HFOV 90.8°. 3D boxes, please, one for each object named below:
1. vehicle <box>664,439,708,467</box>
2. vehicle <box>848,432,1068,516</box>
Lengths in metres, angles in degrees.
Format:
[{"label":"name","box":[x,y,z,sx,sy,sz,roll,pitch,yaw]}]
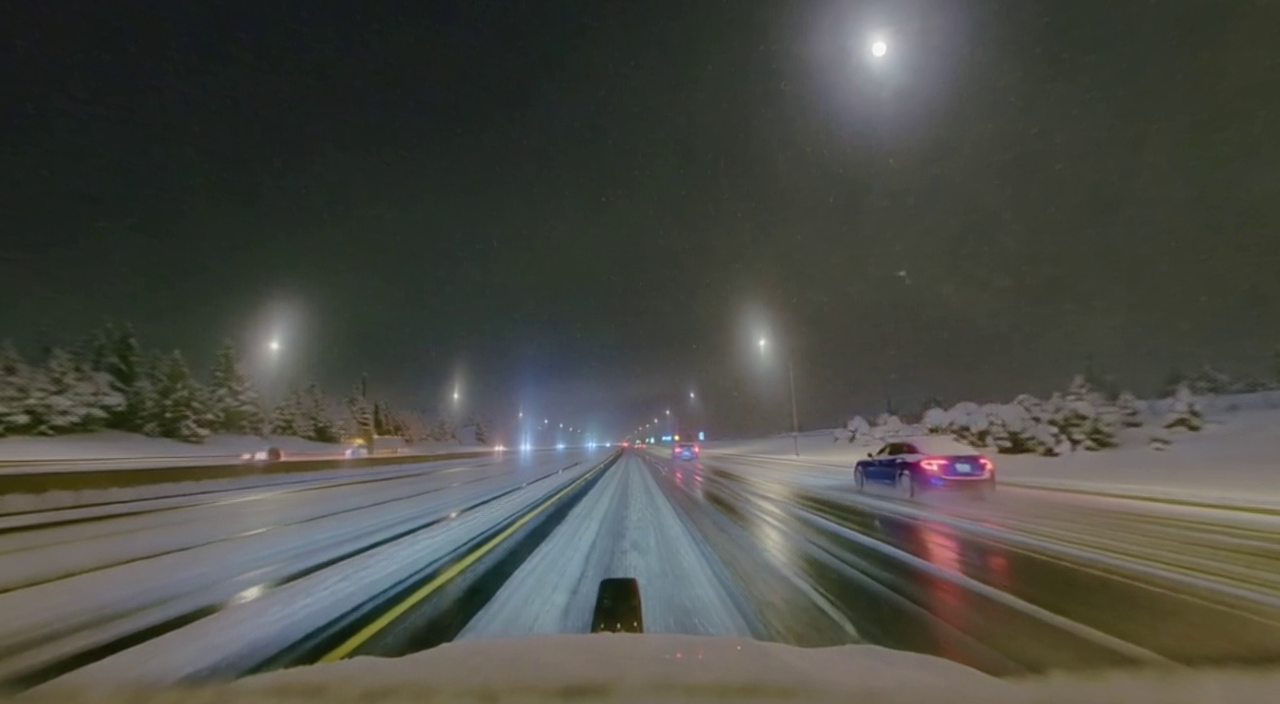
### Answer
[{"label":"vehicle","box":[2.665,5.985,37.629,2.270,1.615,3.770,0,-8,-1]},{"label":"vehicle","box":[6.670,2.607,14.128,2.227,1.522,5.041,0,-8,-1]}]
